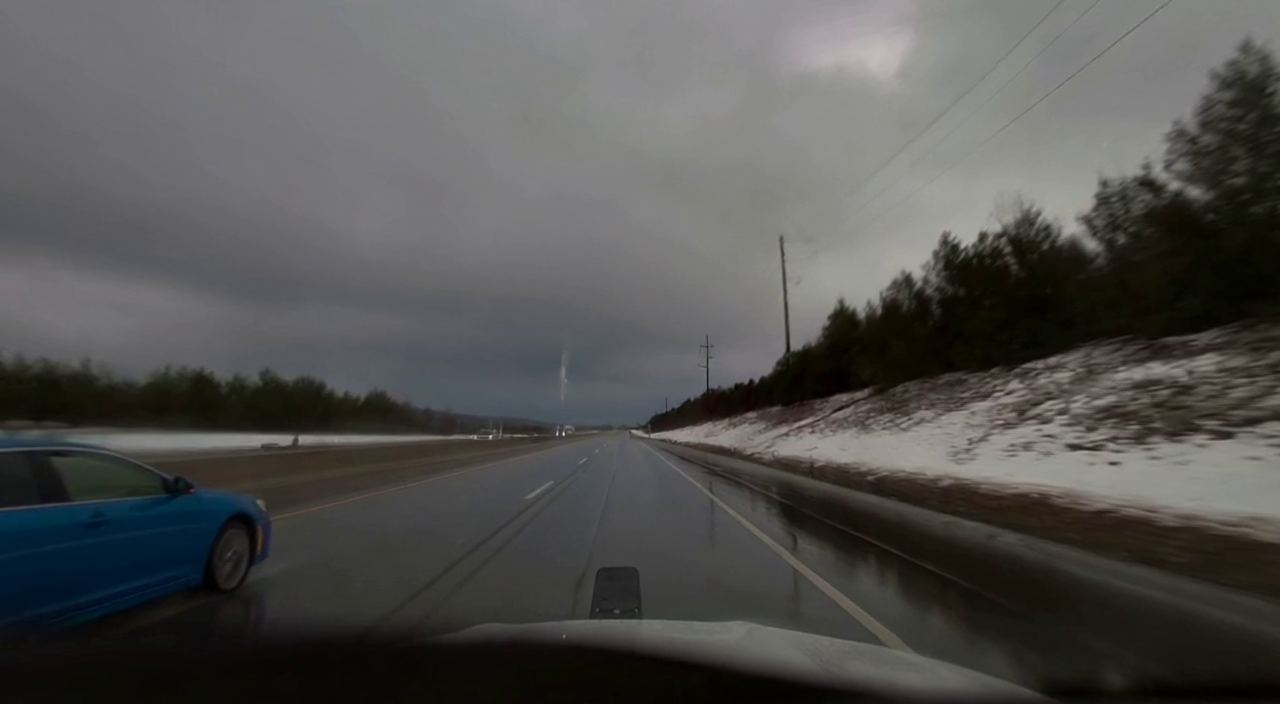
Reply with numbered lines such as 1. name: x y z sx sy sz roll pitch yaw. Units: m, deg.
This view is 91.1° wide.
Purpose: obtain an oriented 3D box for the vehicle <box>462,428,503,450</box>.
1. vehicle: -11.650 6.469 46.826 1.933 1.526 4.646 0 -8 -1

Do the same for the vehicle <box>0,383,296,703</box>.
1. vehicle: -3.921 0.974 3.284 1.999 1.536 3.969 0 -8 -1
